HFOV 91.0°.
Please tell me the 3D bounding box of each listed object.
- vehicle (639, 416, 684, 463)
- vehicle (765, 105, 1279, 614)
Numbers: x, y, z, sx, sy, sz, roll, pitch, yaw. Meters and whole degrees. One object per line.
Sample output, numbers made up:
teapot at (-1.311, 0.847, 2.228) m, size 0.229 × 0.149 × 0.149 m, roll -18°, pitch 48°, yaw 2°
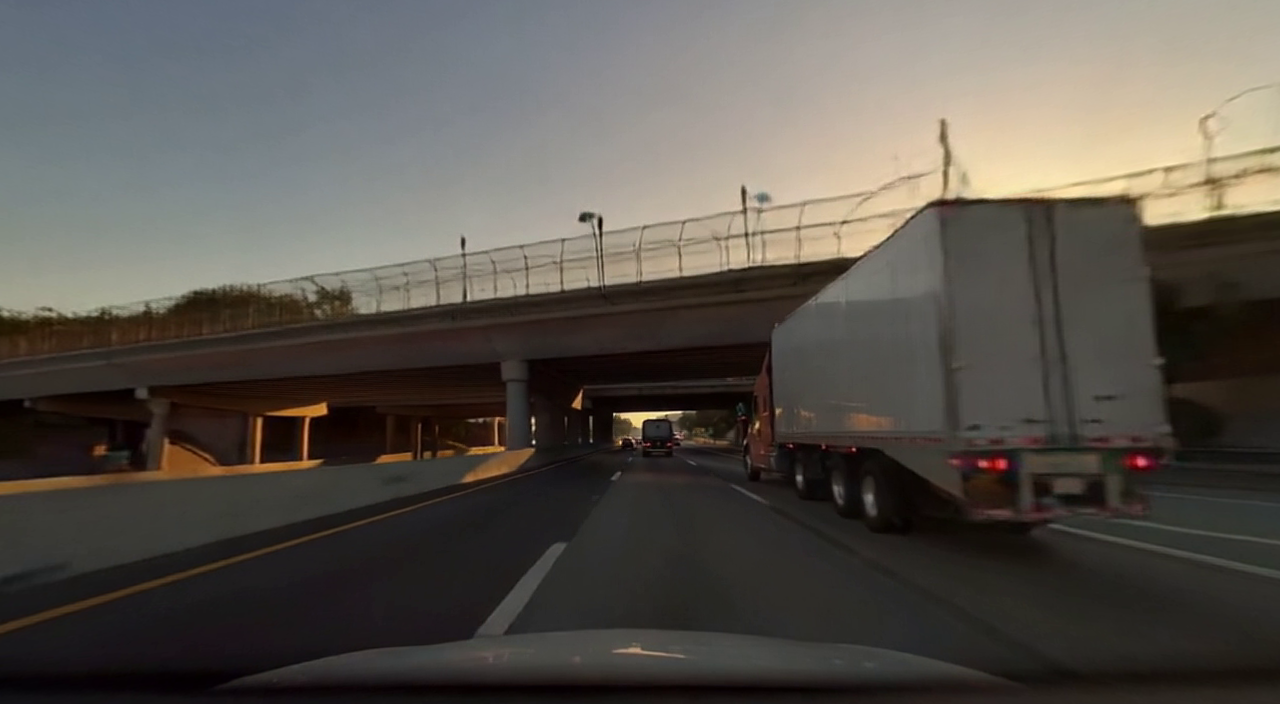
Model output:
vehicle at (1.272, 5.402, 38.797) m, size 2.481 × 2.618 × 6.314 m, roll -1°, pitch -8°, yaw 1°
vehicle at (4.603, 0.719, 10.283) m, size 2.997 × 3.983 × 10.860 m, roll 1°, pitch -8°, yaw 0°
